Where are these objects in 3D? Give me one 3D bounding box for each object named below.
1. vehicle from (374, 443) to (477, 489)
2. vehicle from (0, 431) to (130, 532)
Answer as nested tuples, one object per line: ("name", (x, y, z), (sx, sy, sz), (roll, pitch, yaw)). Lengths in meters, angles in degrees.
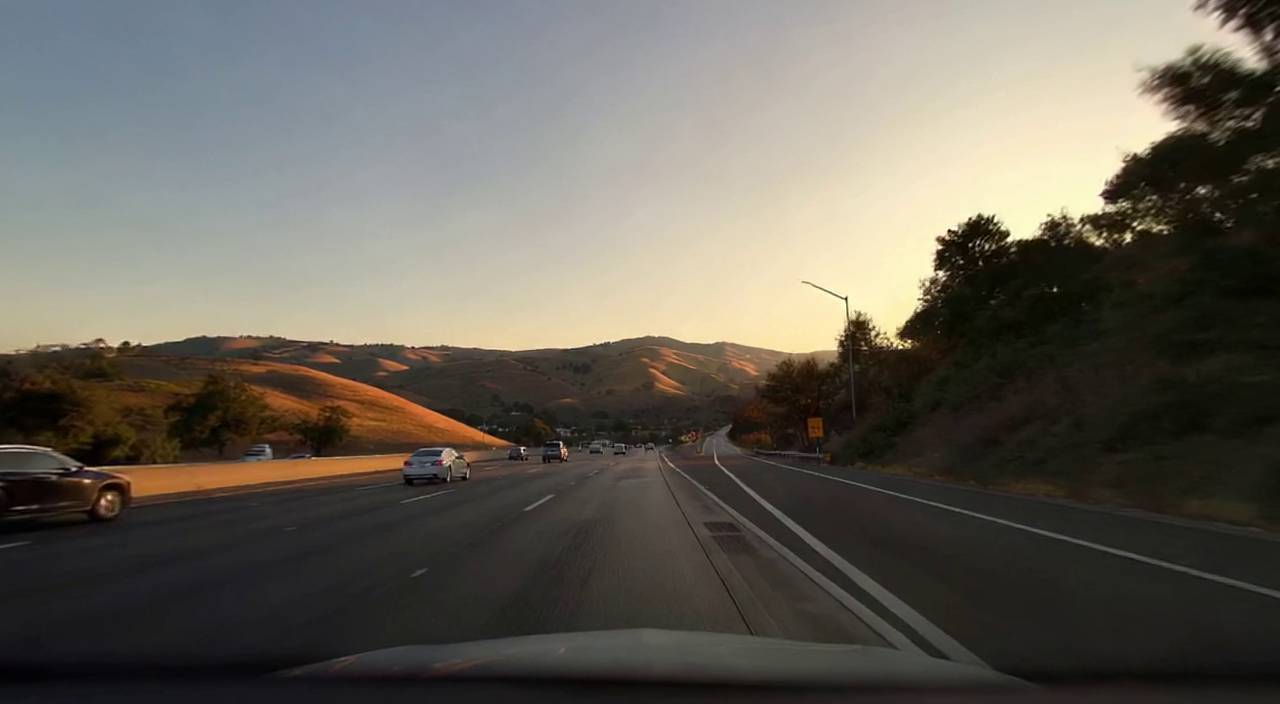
("vehicle", (-7.515, 4.021, 22.635), (2.107, 1.484, 4.449), (0, -9, 1))
("vehicle", (-11.569, 2.176, 10.642), (2.020, 1.645, 4.629), (0, -9, 0))
